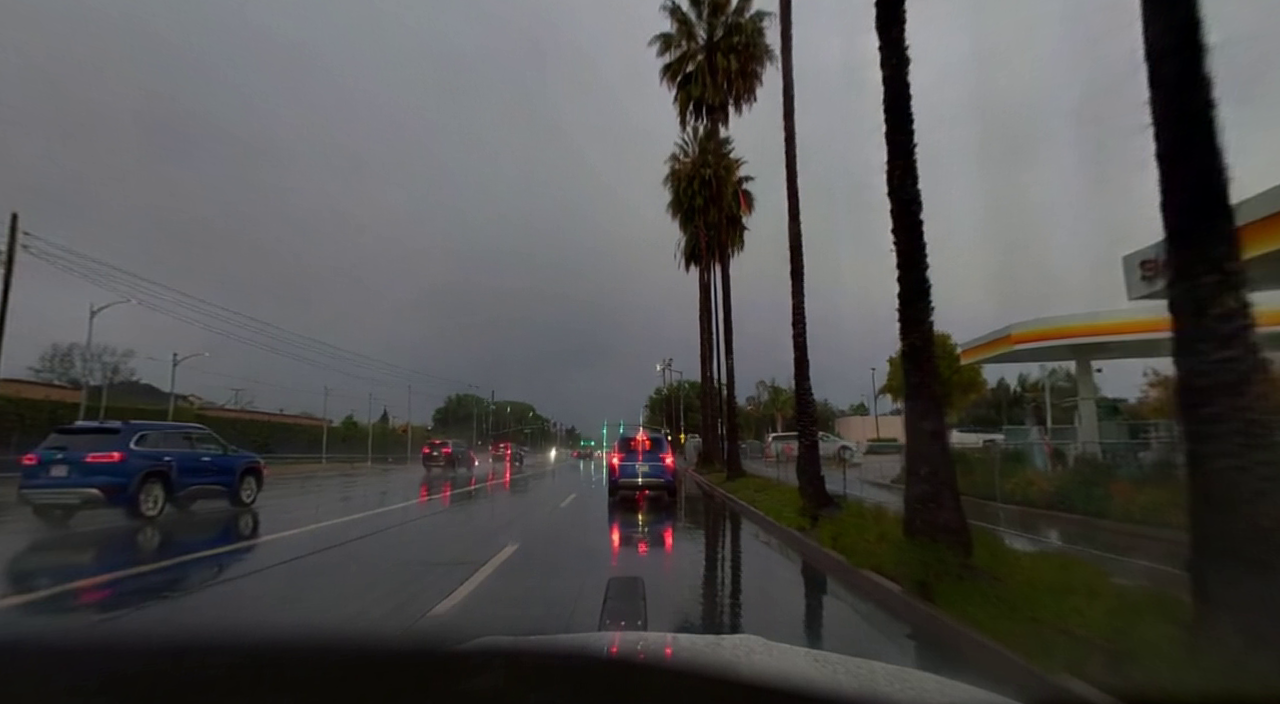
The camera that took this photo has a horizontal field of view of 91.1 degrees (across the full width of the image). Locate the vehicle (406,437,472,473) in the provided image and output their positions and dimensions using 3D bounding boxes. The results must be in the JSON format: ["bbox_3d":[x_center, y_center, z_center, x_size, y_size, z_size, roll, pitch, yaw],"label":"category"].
[{"bbox_3d":[-10.550,5.423,33.279,1.965,1.743,4.327,0,-9,1],"label":"vehicle"}]

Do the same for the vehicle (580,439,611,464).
[{"bbox_3d":[-3.408,7.801,49.382,2.077,1.832,4.706,0,-9,0],"label":"vehicle"}]

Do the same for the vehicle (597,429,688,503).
[{"bbox_3d":[0.100,2.963,16.707,2.121,1.710,3.893,0,-9,1],"label":"vehicle"}]

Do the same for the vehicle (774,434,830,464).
[{"bbox_3d":[8.283,4.938,31.953,1.837,1.416,3.947,-4,-10,28],"label":"vehicle"}]

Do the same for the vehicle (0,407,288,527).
[{"bbox_3d":[-9.956,2.270,12.924,2.269,1.934,5.350,0,-9,0],"label":"vehicle"}]

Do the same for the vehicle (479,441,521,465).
[{"bbox_3d":[-10.492,7.581,47.308,1.998,1.731,4.952,0,-9,0],"label":"vehicle"}]

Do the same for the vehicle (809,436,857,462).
[{"bbox_3d":[12.026,6.055,39.326,1.681,1.503,3.781,0,-8,-2],"label":"vehicle"}]
